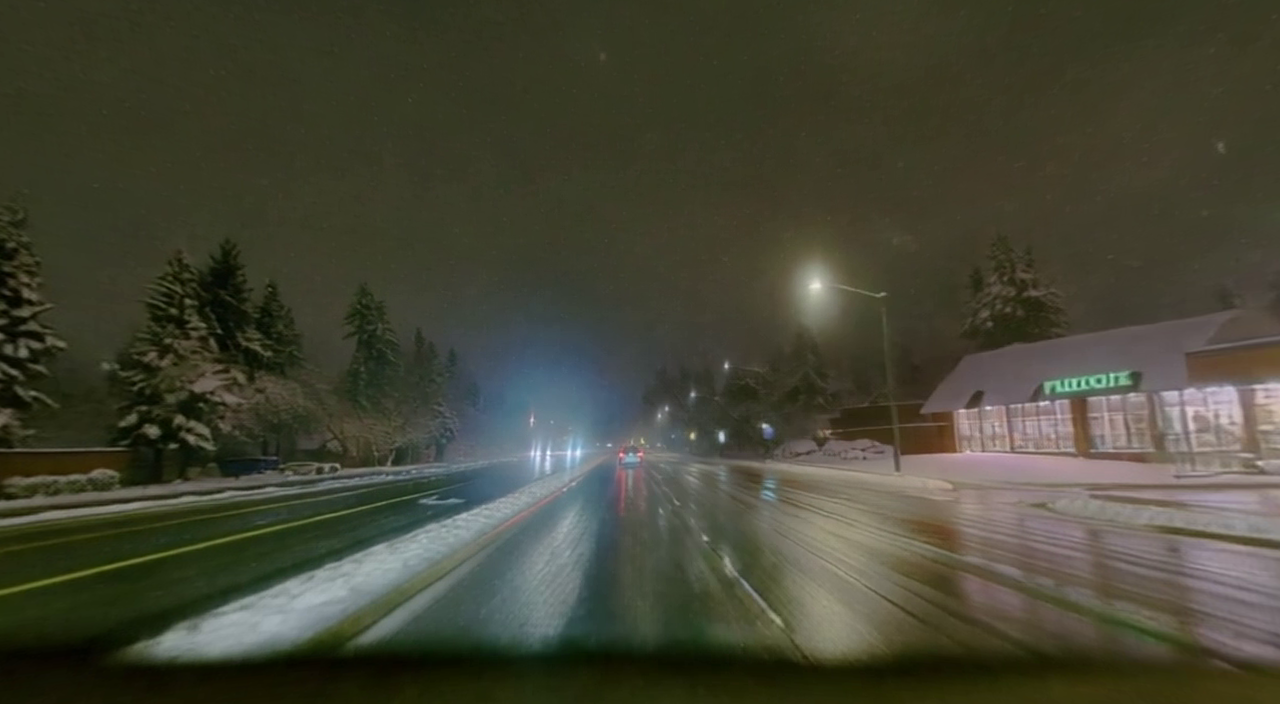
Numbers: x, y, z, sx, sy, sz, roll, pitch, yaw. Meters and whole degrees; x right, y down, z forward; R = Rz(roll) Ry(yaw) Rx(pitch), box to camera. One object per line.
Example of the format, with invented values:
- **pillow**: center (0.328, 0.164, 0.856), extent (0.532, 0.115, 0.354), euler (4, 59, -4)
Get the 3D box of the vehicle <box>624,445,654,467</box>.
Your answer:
- **vehicle**: center (-0.068, 7.314, 44.585), extent (2.027, 1.494, 3.942), euler (0, -8, -1)
